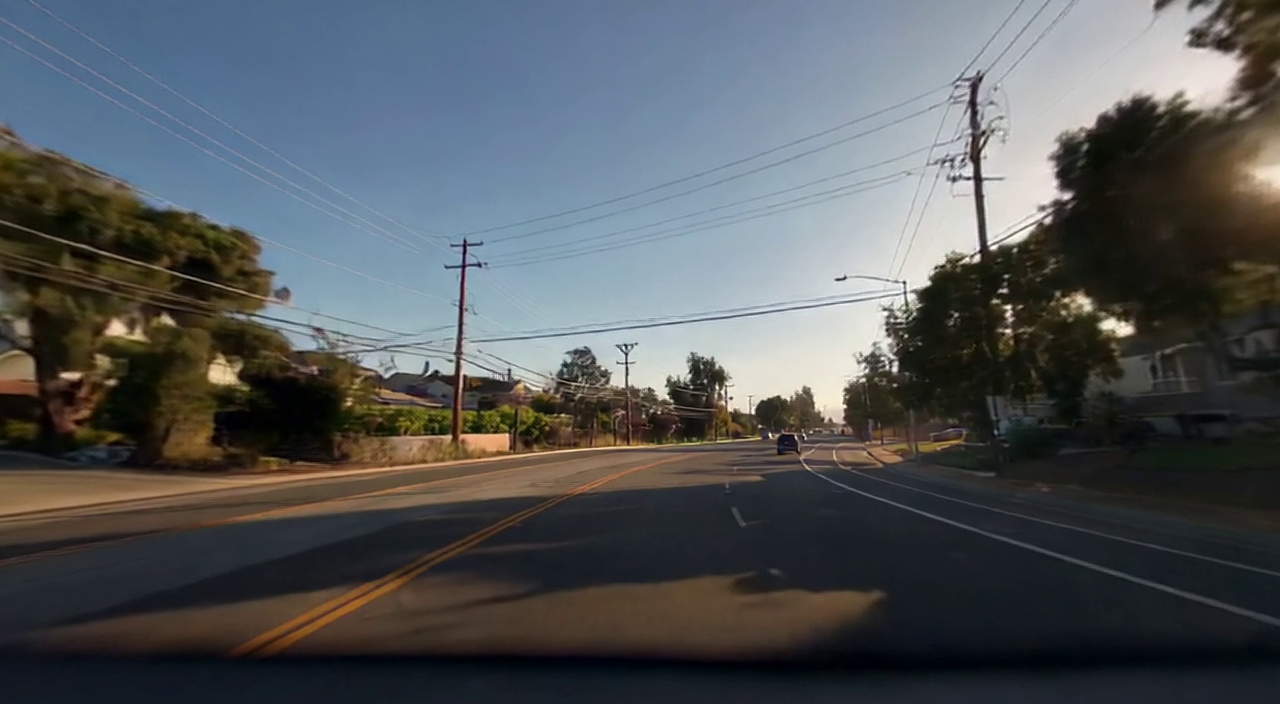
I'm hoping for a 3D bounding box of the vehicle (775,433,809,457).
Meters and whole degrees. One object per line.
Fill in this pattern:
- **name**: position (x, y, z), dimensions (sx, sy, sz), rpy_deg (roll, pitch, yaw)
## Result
- **vehicle**: position (9.805, 6.028, 40.730), dimensions (1.982, 1.451, 4.152), rpy_deg (-2, -9, 13)
